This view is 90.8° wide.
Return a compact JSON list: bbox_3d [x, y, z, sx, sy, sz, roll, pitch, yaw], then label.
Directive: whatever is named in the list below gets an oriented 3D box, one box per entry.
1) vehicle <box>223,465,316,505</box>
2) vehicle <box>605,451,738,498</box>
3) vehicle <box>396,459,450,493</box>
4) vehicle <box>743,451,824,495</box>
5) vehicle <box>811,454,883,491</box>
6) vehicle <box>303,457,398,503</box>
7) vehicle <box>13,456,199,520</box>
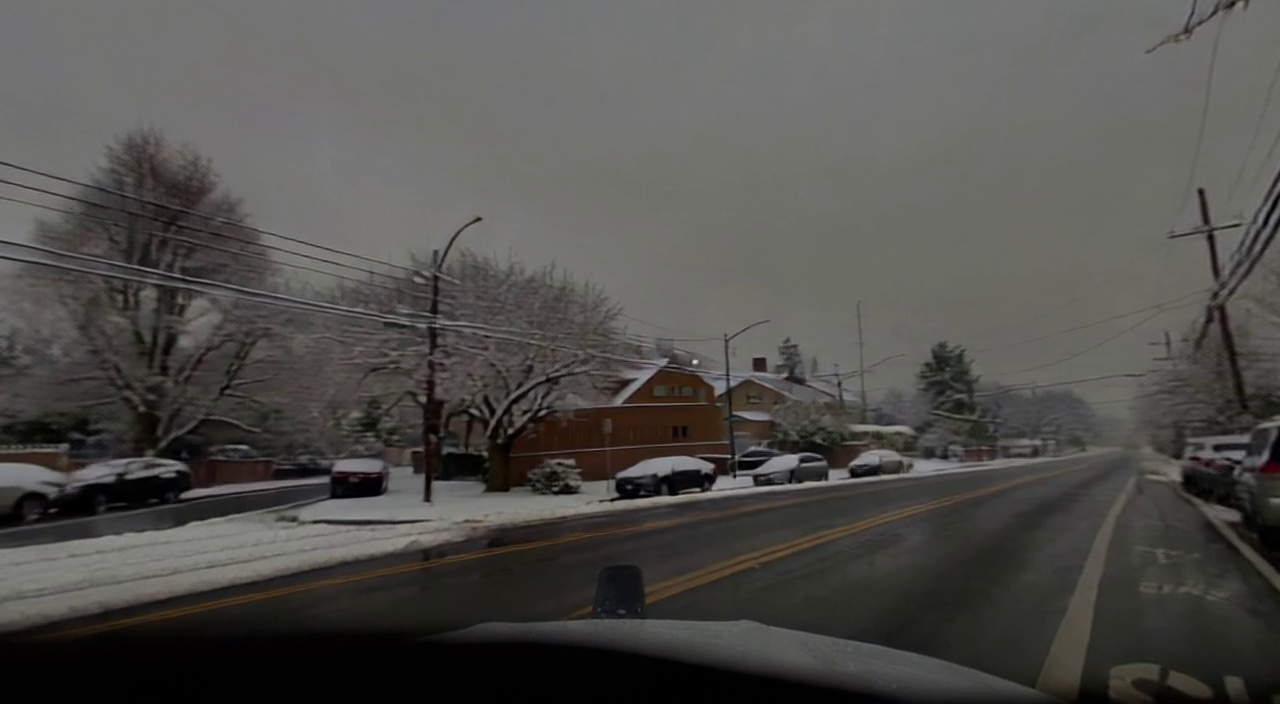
[{"bbox_3d":[-20.565,7.380,35.402,2.287,1.830,5.343,0,-8,-5],"label":"vehicle"},{"bbox_3d":[1.281,4.584,23.129,2.136,1.431,5.197,-12,-18,37],"label":"vehicle"},{"bbox_3d":[-12.354,7.051,36.220,1.989,1.683,3.918,0,-8,-4],"label":"vehicle"},{"bbox_3d":[6.864,5.631,29.878,1.937,1.837,4.414,-7,-11,38],"label":"vehicle"},{"bbox_3d":[11.985,6.835,36.349,2.089,1.837,5.499,-7,-11,38],"label":"vehicle"},{"bbox_3d":[-11.408,5.028,25.271,1.981,1.579,4.446,0,-8,-4],"label":"vehicle"},{"bbox_3d":[-19.216,4.860,23.238,2.283,1.909,5.692,1,-8,-6],"label":"vehicle"}]
